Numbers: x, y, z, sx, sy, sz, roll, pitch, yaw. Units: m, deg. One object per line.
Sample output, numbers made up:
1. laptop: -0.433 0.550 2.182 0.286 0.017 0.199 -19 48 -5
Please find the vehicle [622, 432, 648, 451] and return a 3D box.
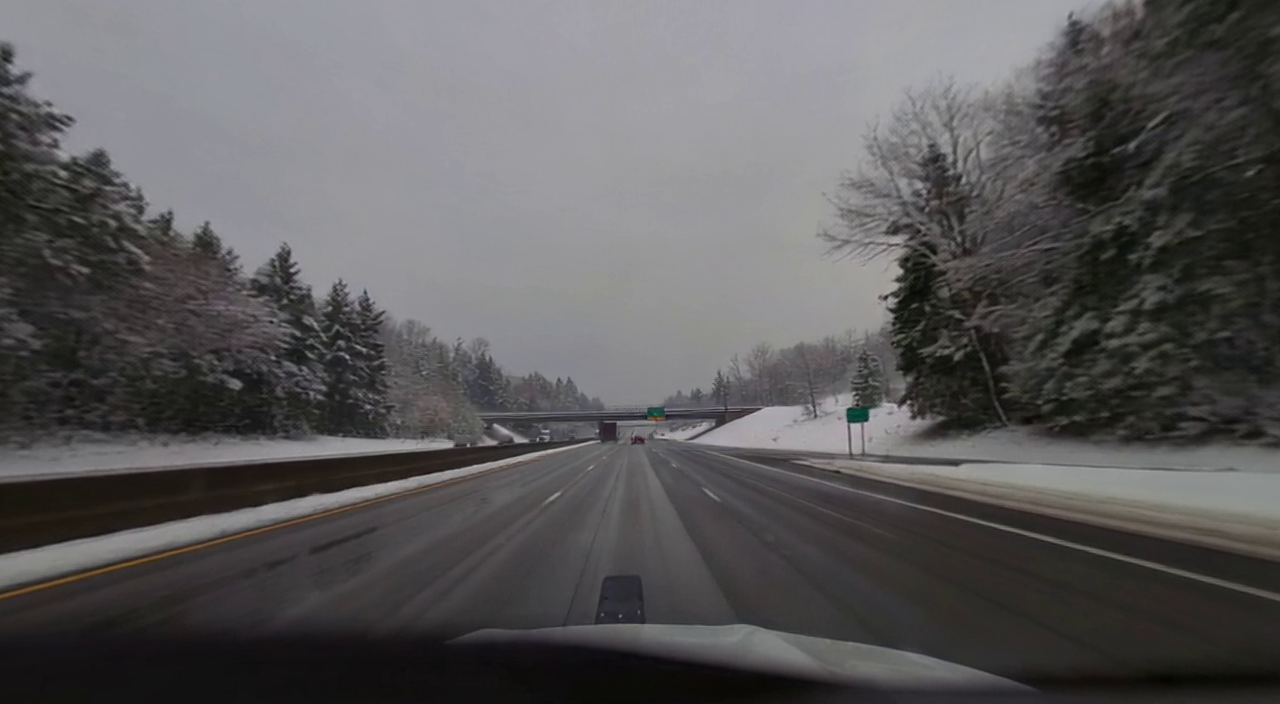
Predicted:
1. vehicle: -0.448 7.041 49.526 1.952 1.438 3.702 0 -8 -2
